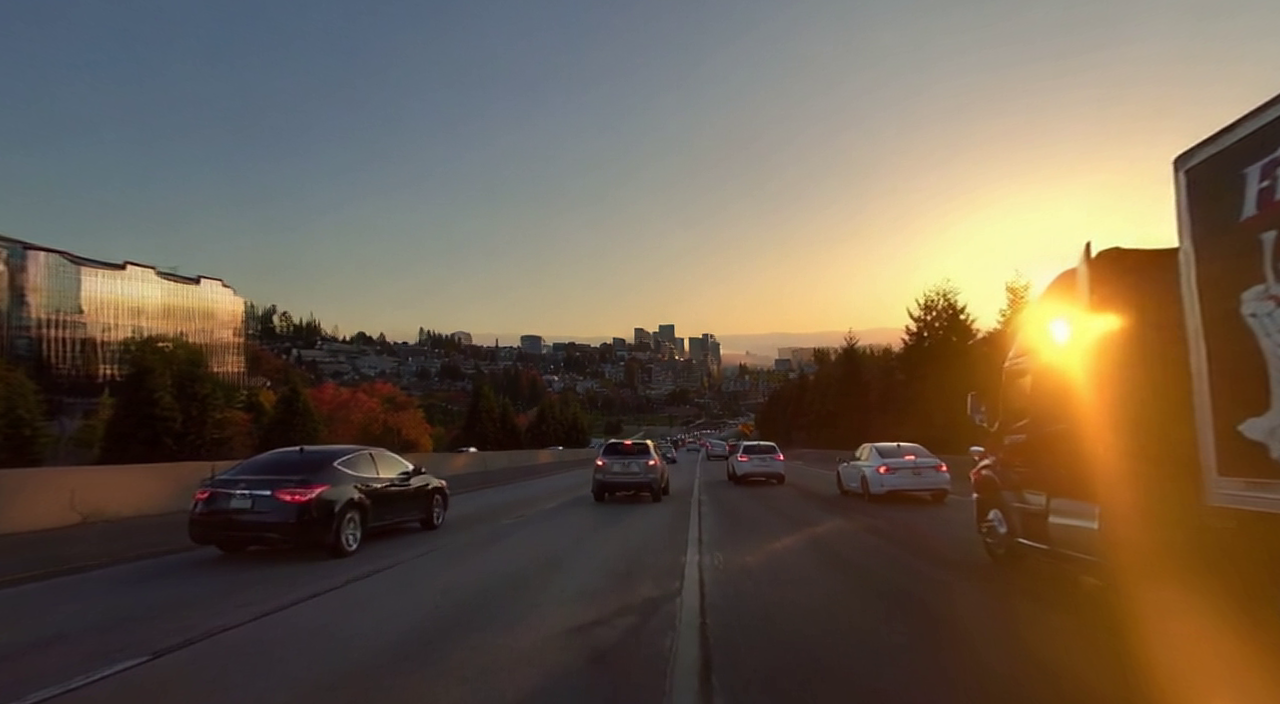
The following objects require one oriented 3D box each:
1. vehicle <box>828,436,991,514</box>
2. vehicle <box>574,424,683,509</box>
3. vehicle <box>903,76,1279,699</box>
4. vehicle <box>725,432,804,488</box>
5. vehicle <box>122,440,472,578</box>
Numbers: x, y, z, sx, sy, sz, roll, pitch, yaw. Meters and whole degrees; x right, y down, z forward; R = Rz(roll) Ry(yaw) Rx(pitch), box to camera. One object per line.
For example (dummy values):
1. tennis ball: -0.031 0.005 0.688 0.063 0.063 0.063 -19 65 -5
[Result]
1. vehicle: 5.817 2.678 14.321 2.053 1.473 4.383 -1 -8 4
2. vehicle: -0.112 2.813 15.966 2.153 1.805 4.631 -1 -8 6
3. vehicle: 4.926 0.323 4.222 2.987 3.212 9.311 -1 -8 5
4. vehicle: 4.146 3.690 21.824 2.156 1.701 4.494 -1 -8 5
5. vehicle: -4.404 2.051 9.331 1.965 1.443 4.968 -2 -8 7
